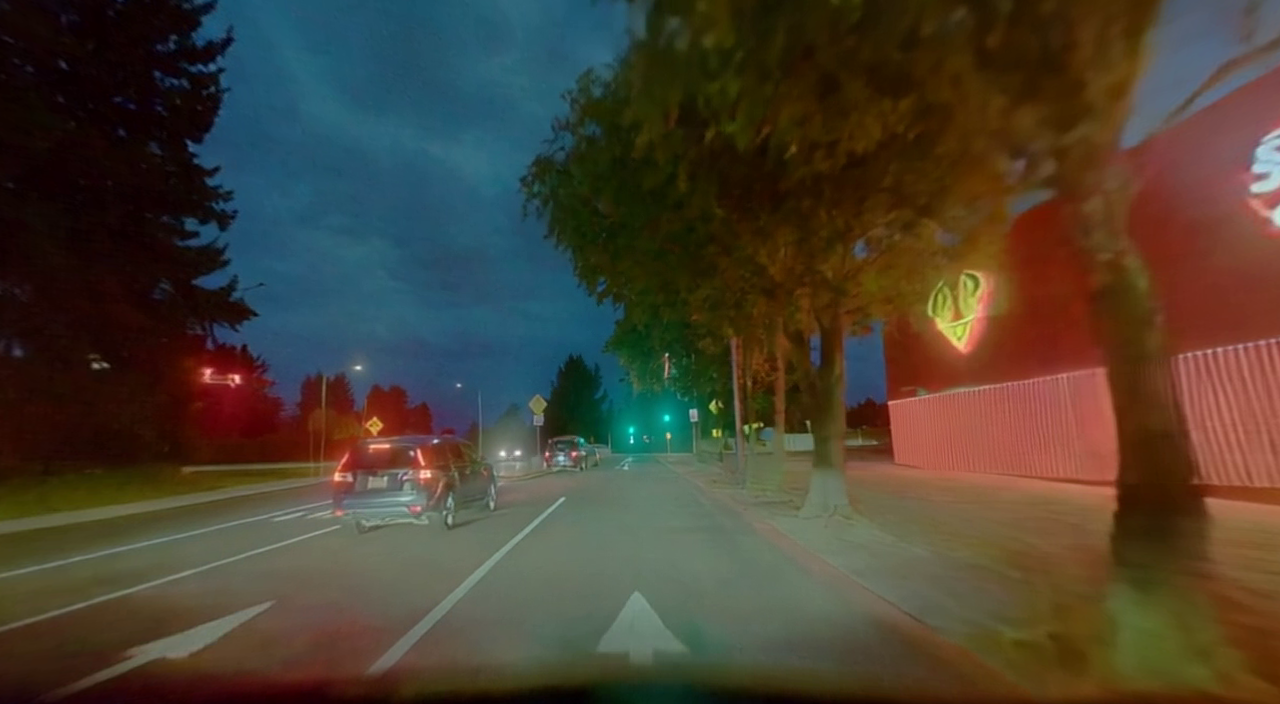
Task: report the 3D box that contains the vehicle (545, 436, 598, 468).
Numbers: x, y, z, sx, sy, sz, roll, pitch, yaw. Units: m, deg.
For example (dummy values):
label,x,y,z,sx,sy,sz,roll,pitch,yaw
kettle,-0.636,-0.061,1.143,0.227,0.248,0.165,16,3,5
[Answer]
label,x,y,z,sx,sy,sz,roll,pitch,yaw
vehicle,-3.208,4.753,30.173,1.962,1.424,4.289,0,-8,2

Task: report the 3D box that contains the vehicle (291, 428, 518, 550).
label,x,y,z,sx,sy,sz,roll,pitch,yaw
vehicle,-3.313,1.973,9.933,1.853,1.478,4.381,0,-8,1
